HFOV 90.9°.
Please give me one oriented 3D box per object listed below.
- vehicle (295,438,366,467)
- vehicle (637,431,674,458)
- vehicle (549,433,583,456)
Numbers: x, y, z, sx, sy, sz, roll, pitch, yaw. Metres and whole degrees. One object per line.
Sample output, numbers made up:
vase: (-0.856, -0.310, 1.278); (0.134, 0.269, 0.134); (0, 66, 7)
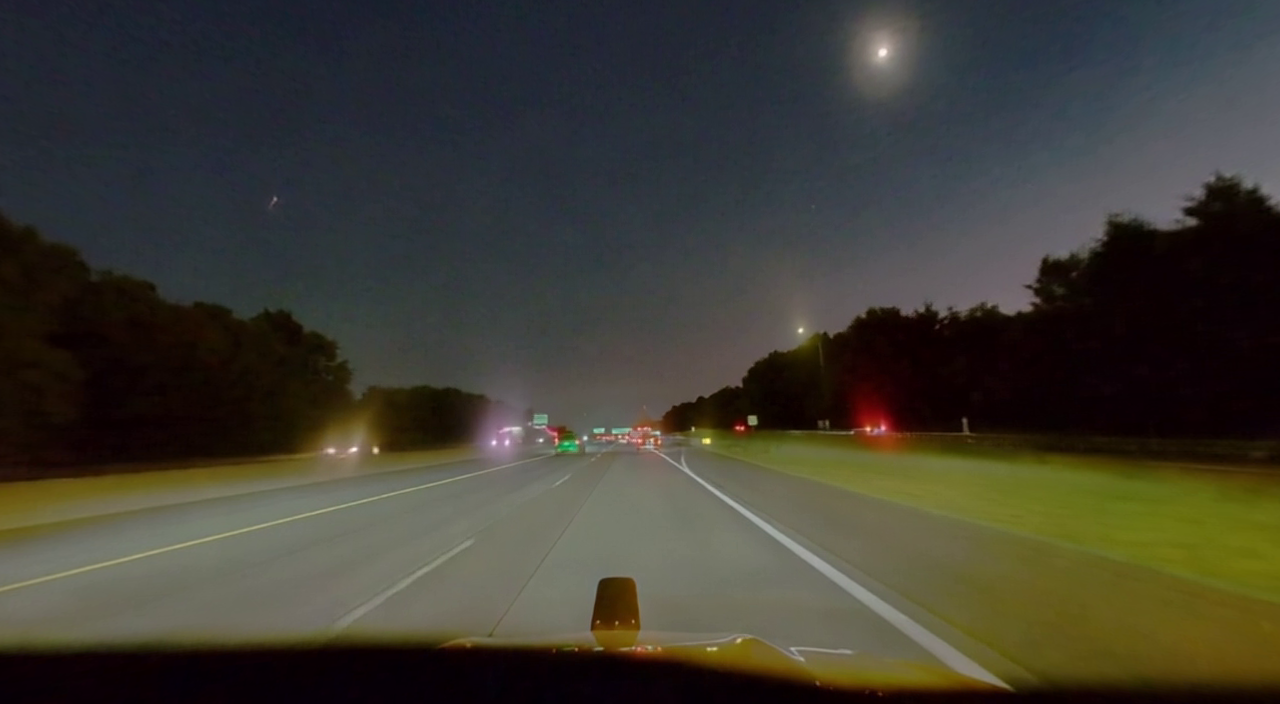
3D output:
vehicle: (-17.719, 5.738, 36.299); (1.954, 1.567, 4.283); (0, -8, -1)
vehicle: (0.965, 5.753, 39.274); (2.139, 1.561, 4.060); (0, -8, 1)
vehicle: (-5.096, 6.434, 43.904); (1.959, 1.514, 3.668); (0, -8, -1)
